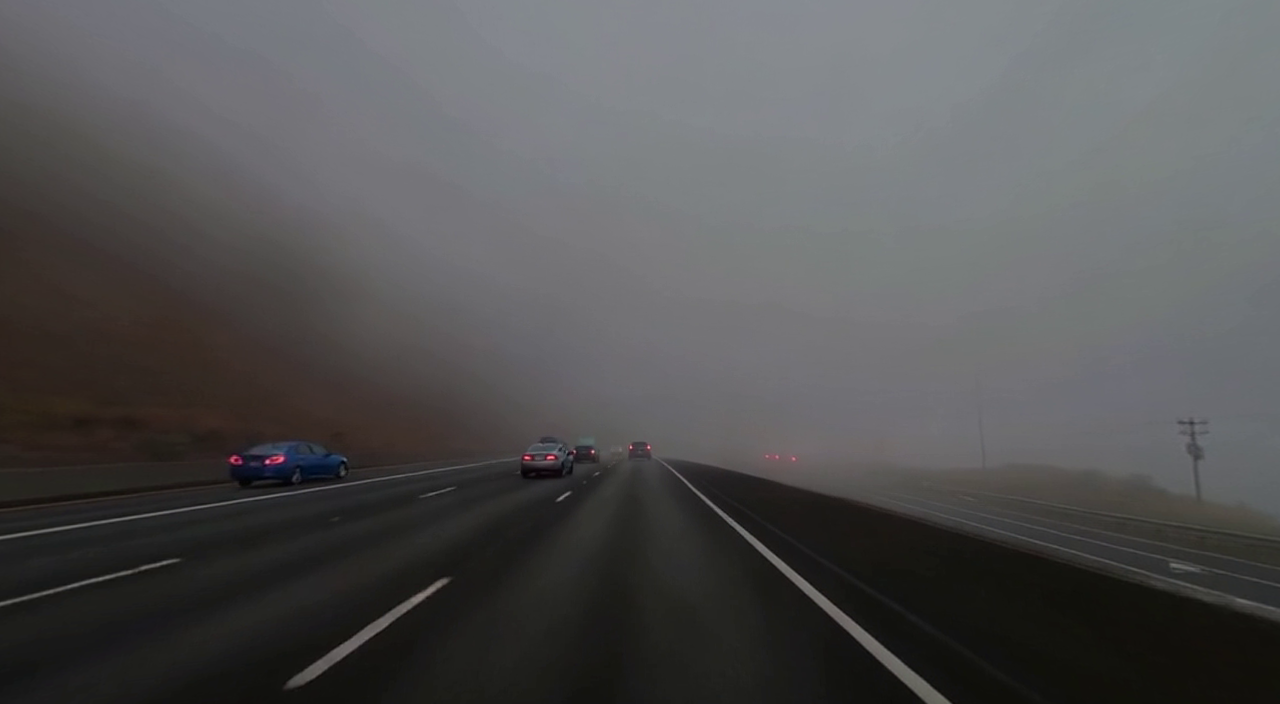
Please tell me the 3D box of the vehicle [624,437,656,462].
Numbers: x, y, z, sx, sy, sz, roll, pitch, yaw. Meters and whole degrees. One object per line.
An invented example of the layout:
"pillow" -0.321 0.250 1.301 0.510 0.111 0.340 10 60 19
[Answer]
"vehicle" 0.016 6.990 45.291 2.138 1.674 4.044 0 -8 0

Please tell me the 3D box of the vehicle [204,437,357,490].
"vehicle" -11.234 3.496 20.250 1.945 1.466 4.947 -1 -8 1

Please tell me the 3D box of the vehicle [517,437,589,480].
"vehicle" -3.317 4.152 24.923 2.080 1.505 4.649 -1 -8 1
